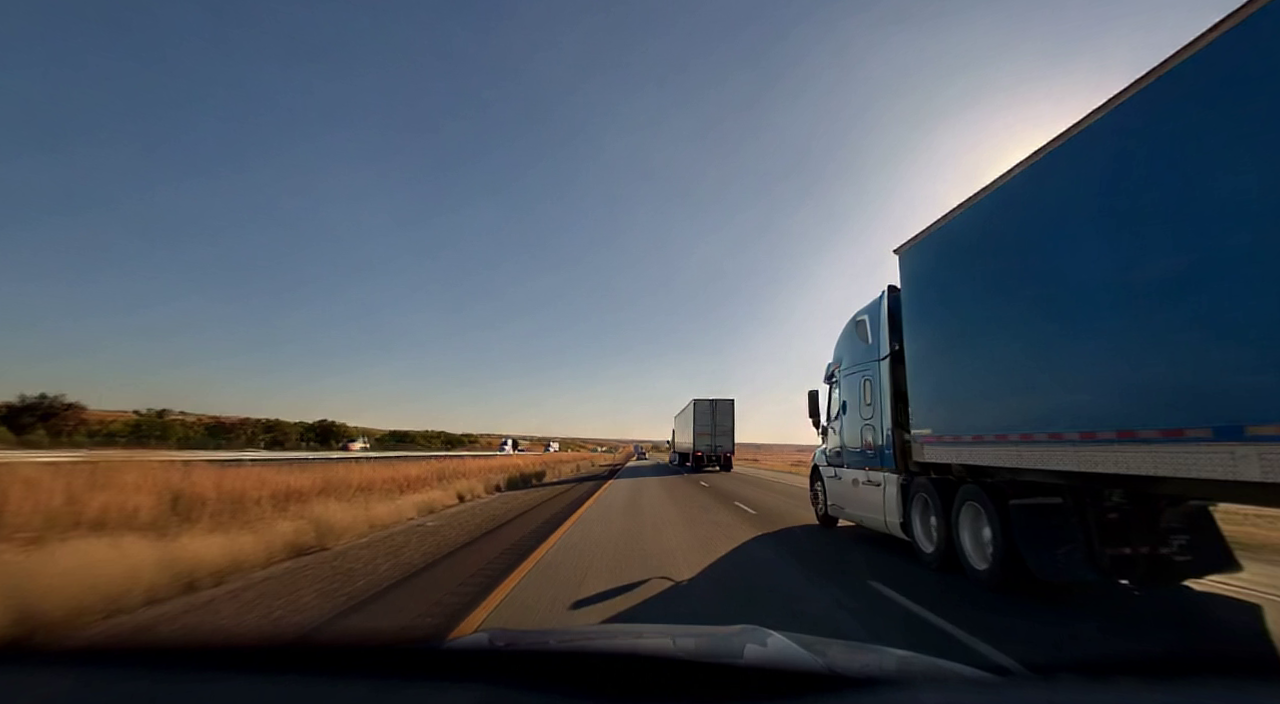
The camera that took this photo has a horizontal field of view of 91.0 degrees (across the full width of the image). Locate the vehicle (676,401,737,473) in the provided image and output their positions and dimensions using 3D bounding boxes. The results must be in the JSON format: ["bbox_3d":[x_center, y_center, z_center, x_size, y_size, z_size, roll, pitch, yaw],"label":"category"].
[{"bbox_3d":[4.303,5.971,43.599,2.818,4.206,12.987,0,-9,0],"label":"vehicle"}]
